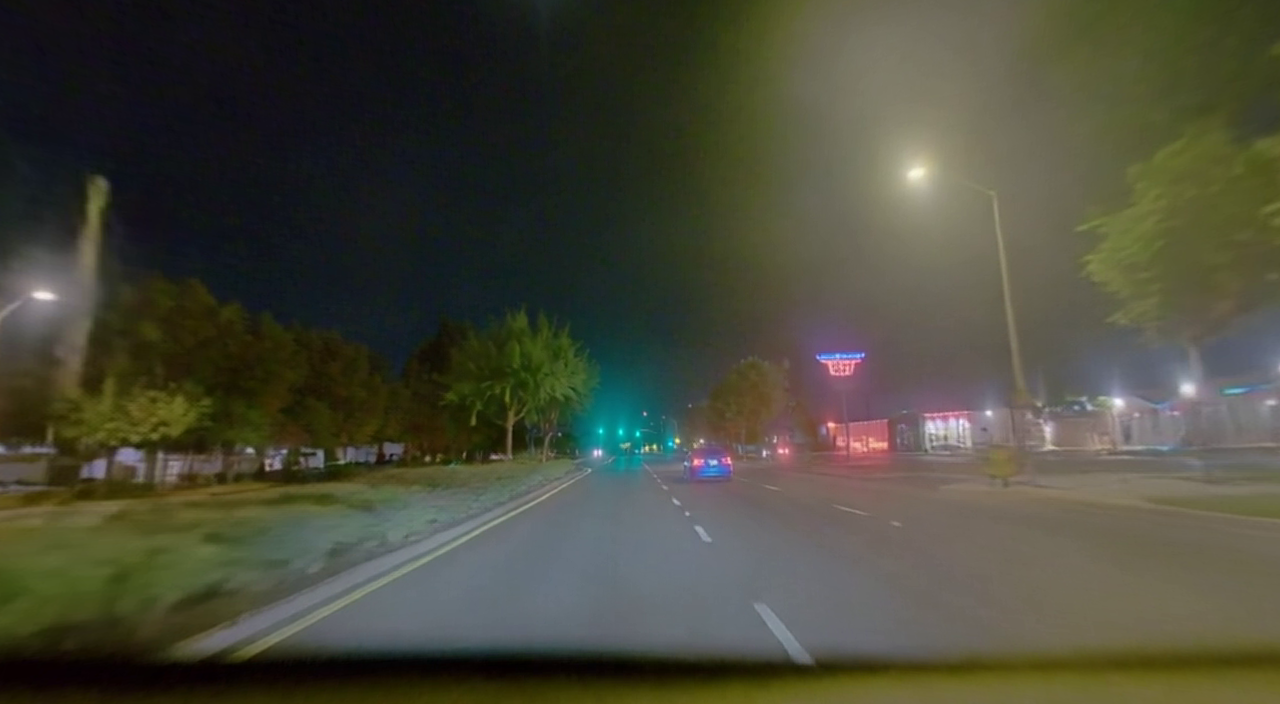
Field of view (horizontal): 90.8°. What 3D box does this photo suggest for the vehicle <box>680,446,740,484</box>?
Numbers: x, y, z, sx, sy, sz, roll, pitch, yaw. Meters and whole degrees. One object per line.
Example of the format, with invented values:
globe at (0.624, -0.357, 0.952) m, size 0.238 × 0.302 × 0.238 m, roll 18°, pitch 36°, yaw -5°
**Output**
vehicle at (2.802, 4.659, 26.394) m, size 1.929 × 1.411 × 4.284 m, roll 0°, pitch -9°, yaw -1°
